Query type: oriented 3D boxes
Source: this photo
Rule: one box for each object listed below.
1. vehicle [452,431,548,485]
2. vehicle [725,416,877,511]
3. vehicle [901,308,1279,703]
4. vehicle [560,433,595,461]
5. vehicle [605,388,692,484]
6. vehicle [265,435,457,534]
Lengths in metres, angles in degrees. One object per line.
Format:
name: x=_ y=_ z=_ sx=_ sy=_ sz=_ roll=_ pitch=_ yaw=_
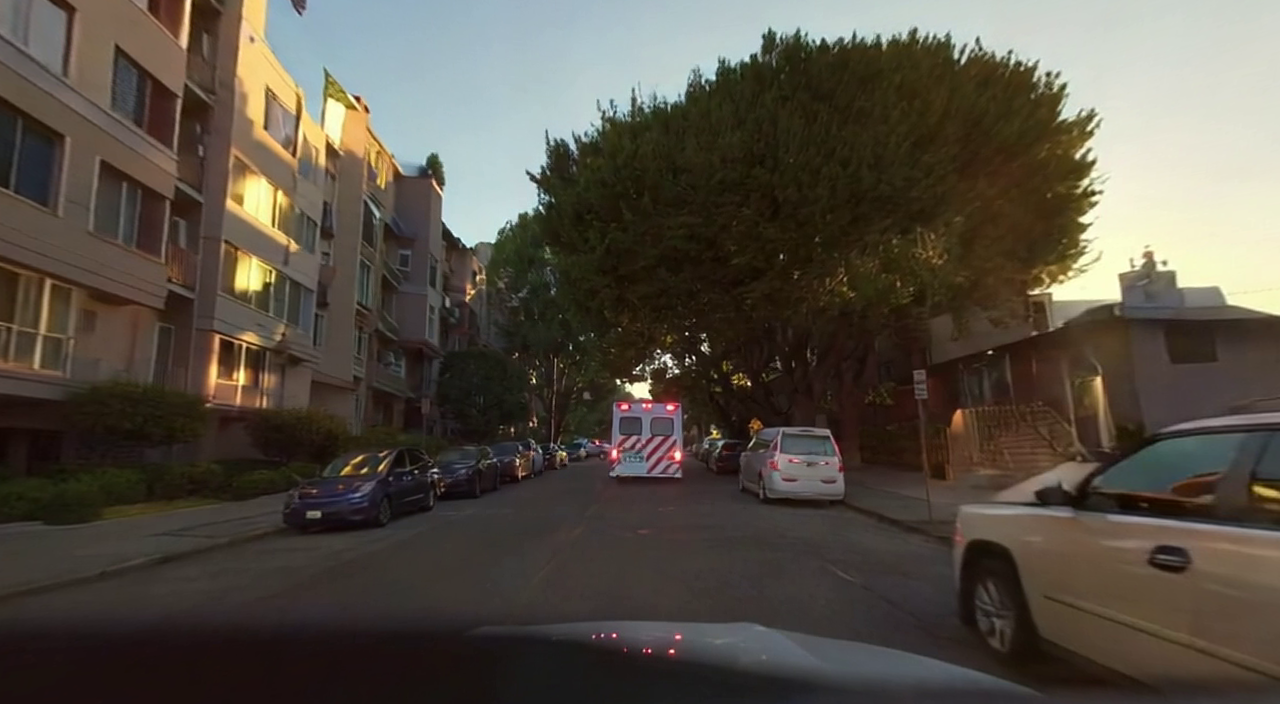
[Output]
vehicle: x=-5.237 y=4.076 z=24.688 sx=2.326 sy=1.774 sz=5.757 roll=-2 pitch=-8 yaw=1
vehicle: x=3.558 y=2.621 z=15.347 sx=2.232 sy=1.860 sz=5.593 roll=0 pitch=-8 yaw=0
vehicle: x=3.342 y=0.885 z=2.894 sx=2.152 sy=1.868 sz=4.976 roll=0 pitch=-8 yaw=0
vehicle: x=-4.827 y=7.398 z=49.104 sx=2.263 sy=1.964 sz=4.134 roll=-3 pitch=-8 yaw=0
vehicle: x=0.207 y=3.224 z=23.952 sx=2.754 sy=3.008 sz=7.730 roll=0 pitch=-8 yaw=-1
vehicle: x=-5.429 y=2.583 z=13.090 sx=1.967 sy=1.492 sz=4.781 roll=-4 pitch=-8 yaw=-2
